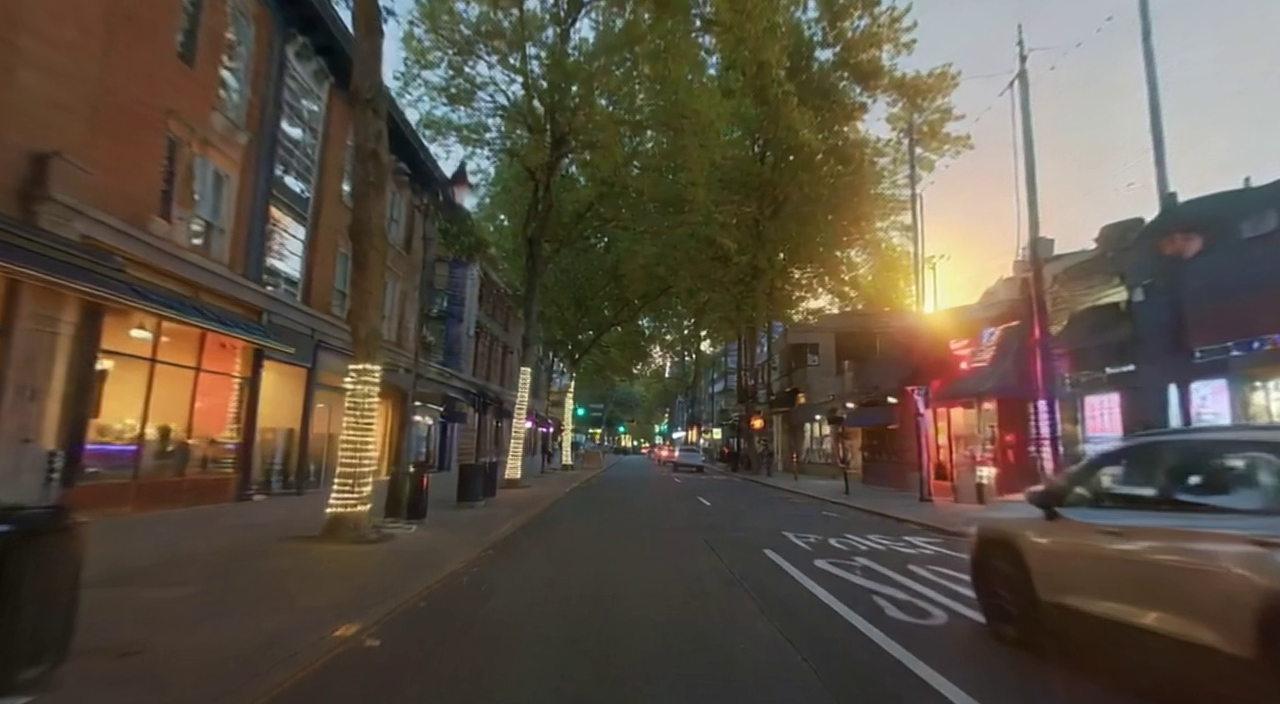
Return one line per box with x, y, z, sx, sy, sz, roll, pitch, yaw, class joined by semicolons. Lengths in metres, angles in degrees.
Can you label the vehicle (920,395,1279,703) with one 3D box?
3.482;1.082;3.332;1.971;1.559;4.326;0;-9;-1;vehicle
